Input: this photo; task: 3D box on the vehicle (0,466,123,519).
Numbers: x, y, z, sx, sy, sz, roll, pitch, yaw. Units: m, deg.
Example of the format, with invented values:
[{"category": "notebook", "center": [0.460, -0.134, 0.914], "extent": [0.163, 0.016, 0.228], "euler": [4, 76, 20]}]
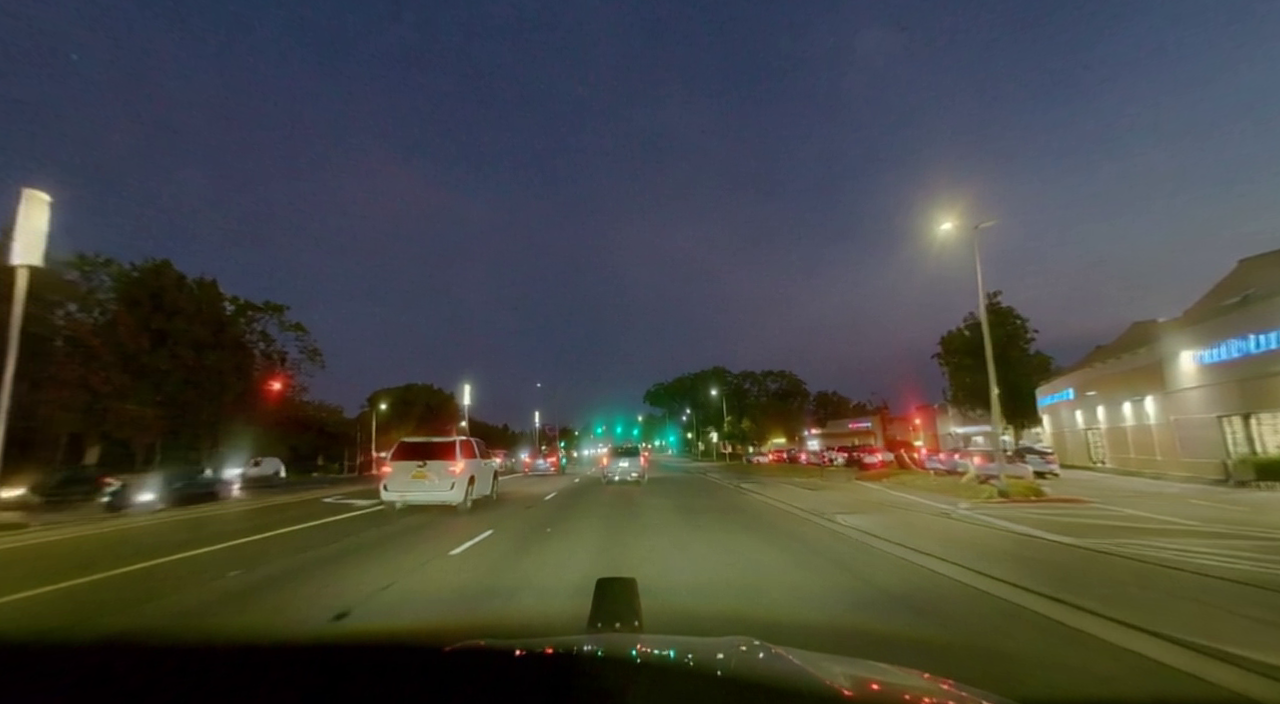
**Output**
[{"category": "vehicle", "center": [-20.164, 4.617, 21.106], "extent": [1.937, 1.434, 4.629], "euler": [-1, -9, -1]}]

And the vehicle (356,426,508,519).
[{"category": "vehicle", "center": [-4.575, 2.713, 14.754], "extent": [2.096, 1.807, 4.413], "euler": [0, -9, -1]}]

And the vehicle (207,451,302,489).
[{"category": "vehicle", "center": [-23.103, 7.047, 38.207], "extent": [2.221, 2.017, 5.861], "euler": [-1, -9, -2]}]

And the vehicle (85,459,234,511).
[{"category": "vehicle", "center": [-16.717, 4.594, 22.328], "extent": [1.908, 1.514, 4.403], "euler": [-1, -9, -2]}]

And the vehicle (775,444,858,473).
[{"category": "vehicle", "center": [12.217, 7.384, 43.894], "extent": [5.102, 1.889, 2.038], "euler": [0, -8, -4]}]

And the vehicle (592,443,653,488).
[{"category": "vehicle", "center": [-0.633, 4.114, 23.242], "extent": [2.061, 1.469, 3.954], "euler": [0, -9, -2]}]

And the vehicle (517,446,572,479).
[{"category": "vehicle", "center": [-4.658, 5.435, 31.392], "extent": [1.973, 1.456, 4.850], "euler": [0, -9, 0]}]

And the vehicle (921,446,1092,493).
[{"category": "vehicle", "center": [13.363, 4.291, 23.329], "extent": [4.877, 1.603, 2.197], "euler": [-1, -9, 4]}]
